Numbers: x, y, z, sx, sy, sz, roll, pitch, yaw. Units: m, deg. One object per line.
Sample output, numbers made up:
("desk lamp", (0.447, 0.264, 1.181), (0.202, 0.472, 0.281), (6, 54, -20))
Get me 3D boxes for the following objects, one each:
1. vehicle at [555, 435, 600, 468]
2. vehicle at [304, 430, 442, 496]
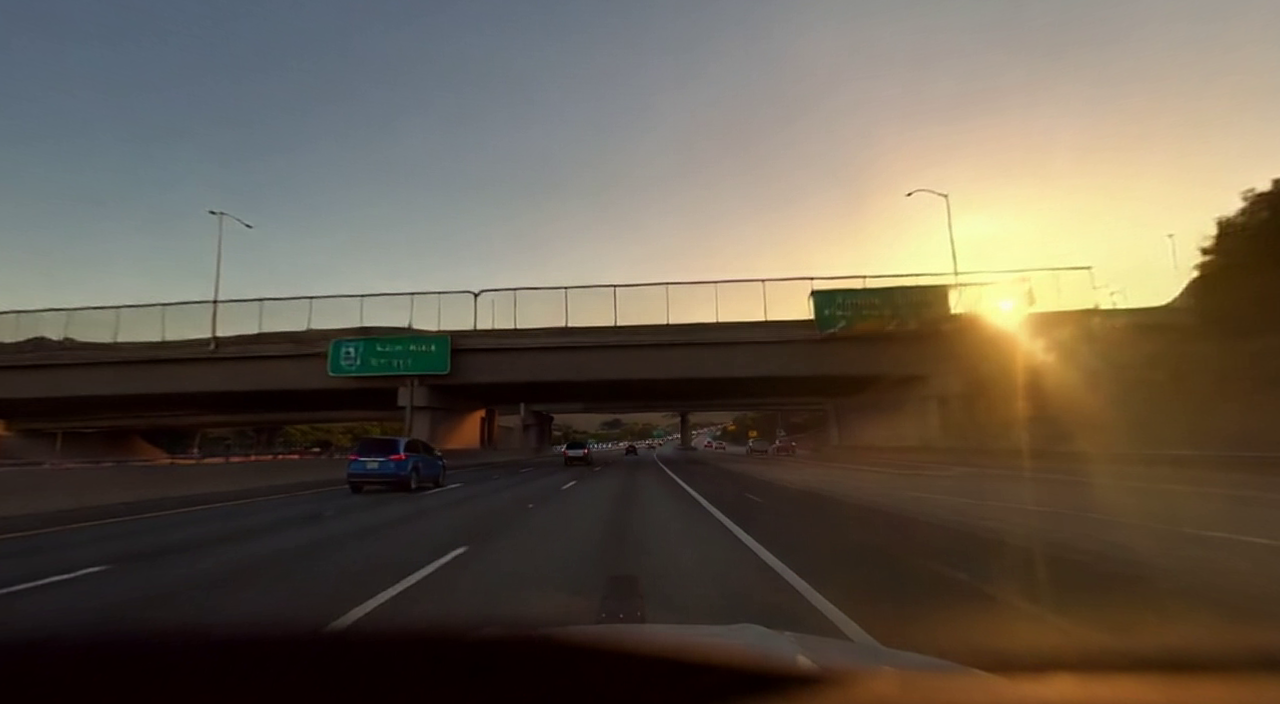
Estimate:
("vehicle", (-3.681, 5.962, 37.976), (2.144, 1.847, 4.850), (0, -8, 1))
("vehicle", (-7.827, 3.290, 19.057), (2.092, 1.712, 4.627), (0, -8, 0))
